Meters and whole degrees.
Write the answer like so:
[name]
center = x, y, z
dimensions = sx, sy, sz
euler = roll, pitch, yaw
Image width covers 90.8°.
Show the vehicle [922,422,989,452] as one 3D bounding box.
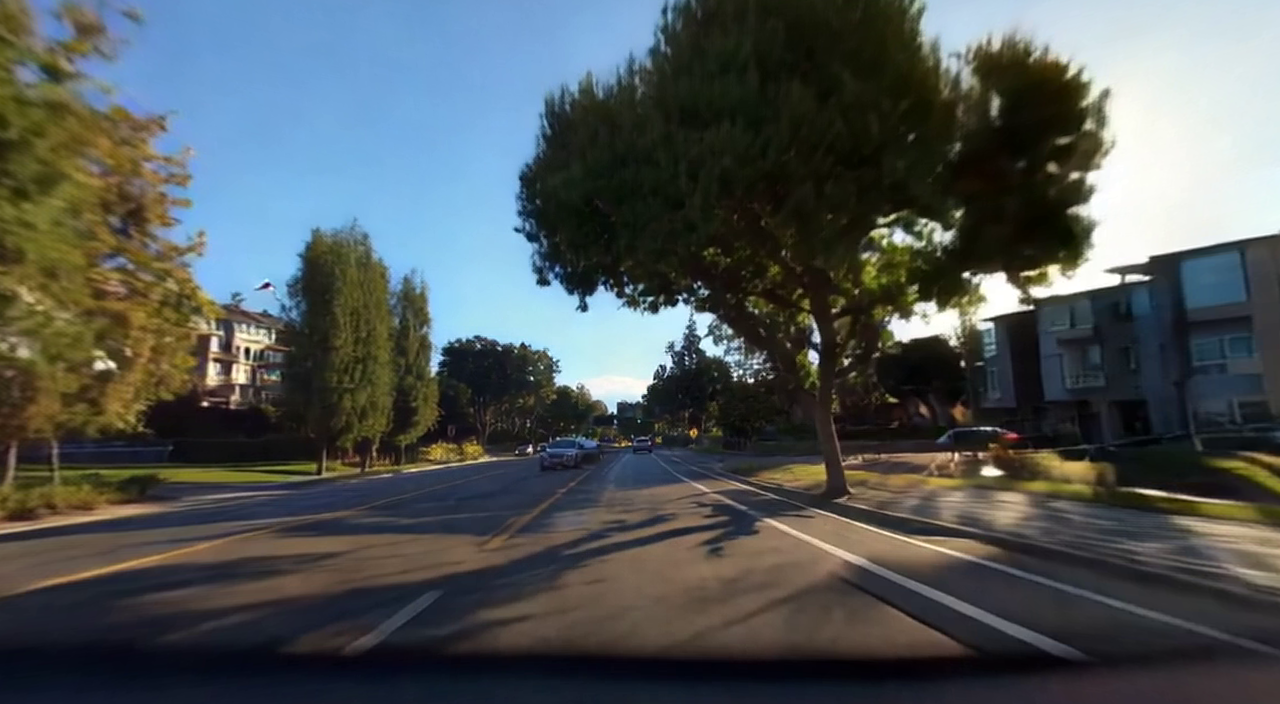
[vehicle]
center = 19.642, 5.378, 39.565
dimensions = 1.924, 1.703, 4.254
euler = -2, -9, 0
